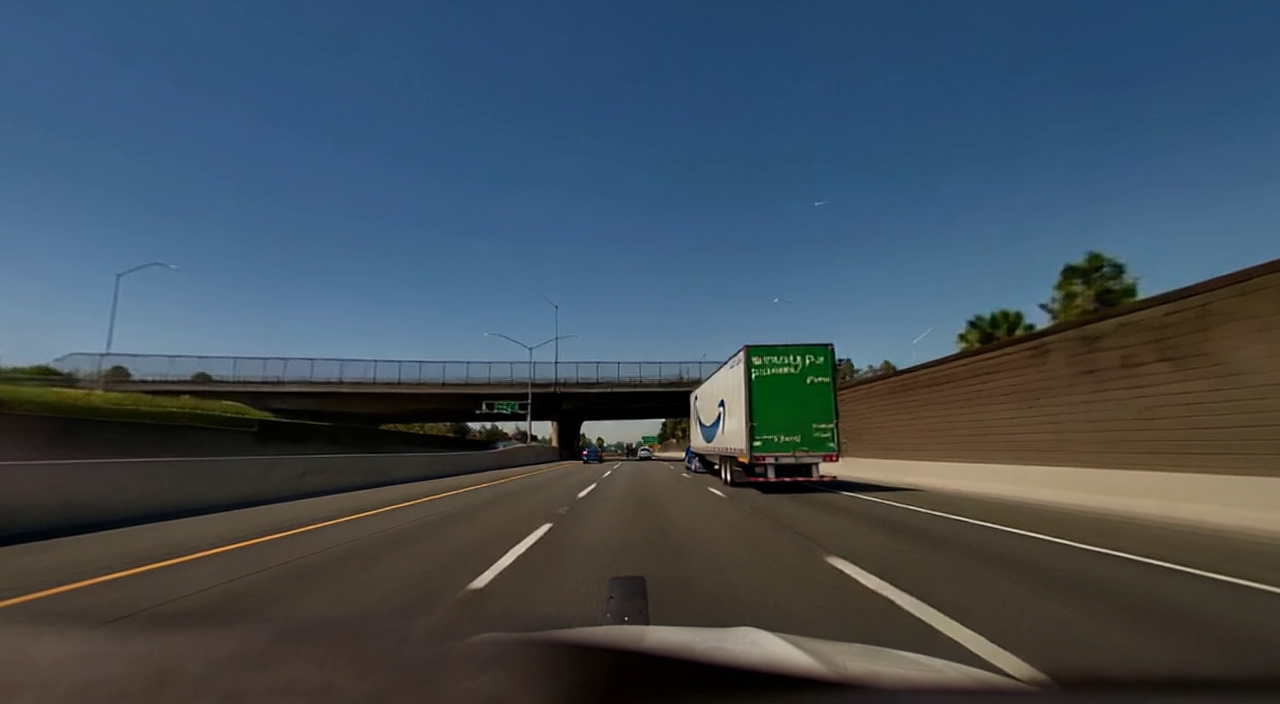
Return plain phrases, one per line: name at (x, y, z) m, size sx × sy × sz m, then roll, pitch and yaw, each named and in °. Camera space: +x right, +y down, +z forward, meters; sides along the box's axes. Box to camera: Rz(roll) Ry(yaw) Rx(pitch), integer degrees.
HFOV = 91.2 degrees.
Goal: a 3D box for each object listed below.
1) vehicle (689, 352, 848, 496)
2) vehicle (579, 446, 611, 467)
vehicle at (4.238, 3.240, 26.097) m, size 2.928 × 4.021 × 17.190 m, roll 0°, pitch -8°, yaw 0°
vehicle at (-3.483, 8.249, 49.618) m, size 2.200 × 1.562 × 4.959 m, roll 0°, pitch -8°, yaw 0°
